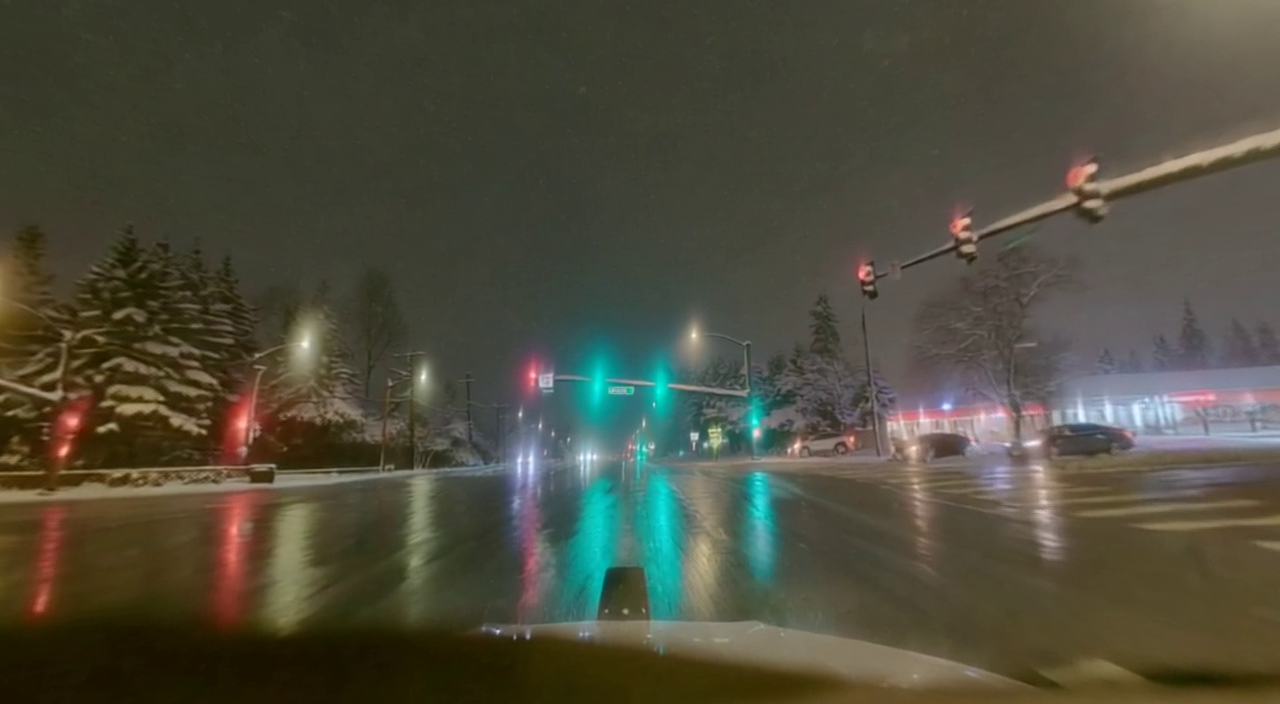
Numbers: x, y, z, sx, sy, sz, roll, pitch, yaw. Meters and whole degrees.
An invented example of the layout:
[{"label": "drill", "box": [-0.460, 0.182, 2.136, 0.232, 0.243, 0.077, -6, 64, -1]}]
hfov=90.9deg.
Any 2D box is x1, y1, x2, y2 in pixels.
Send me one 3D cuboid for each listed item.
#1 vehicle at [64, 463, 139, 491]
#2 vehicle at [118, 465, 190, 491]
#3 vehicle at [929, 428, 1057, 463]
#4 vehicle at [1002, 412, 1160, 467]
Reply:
[{"label": "vehicle", "box": [-40.826, 9.437, 47.882, 1.887, 1.769, 4.326, -1, -7, 0]}, {"label": "vehicle", "box": [-37.782, 9.784, 49.115, 1.959, 1.633, 4.579, -4, -9, 1]}, {"label": "vehicle", "box": [15.749, 4.187, 28.287, 4.582, 1.436, 2.073, 0, -9, -7]}, {"label": "vehicle", "box": [17.611, 3.515, 25.327, 4.721, 1.637, 2.256, -5, -8, -8]}]
